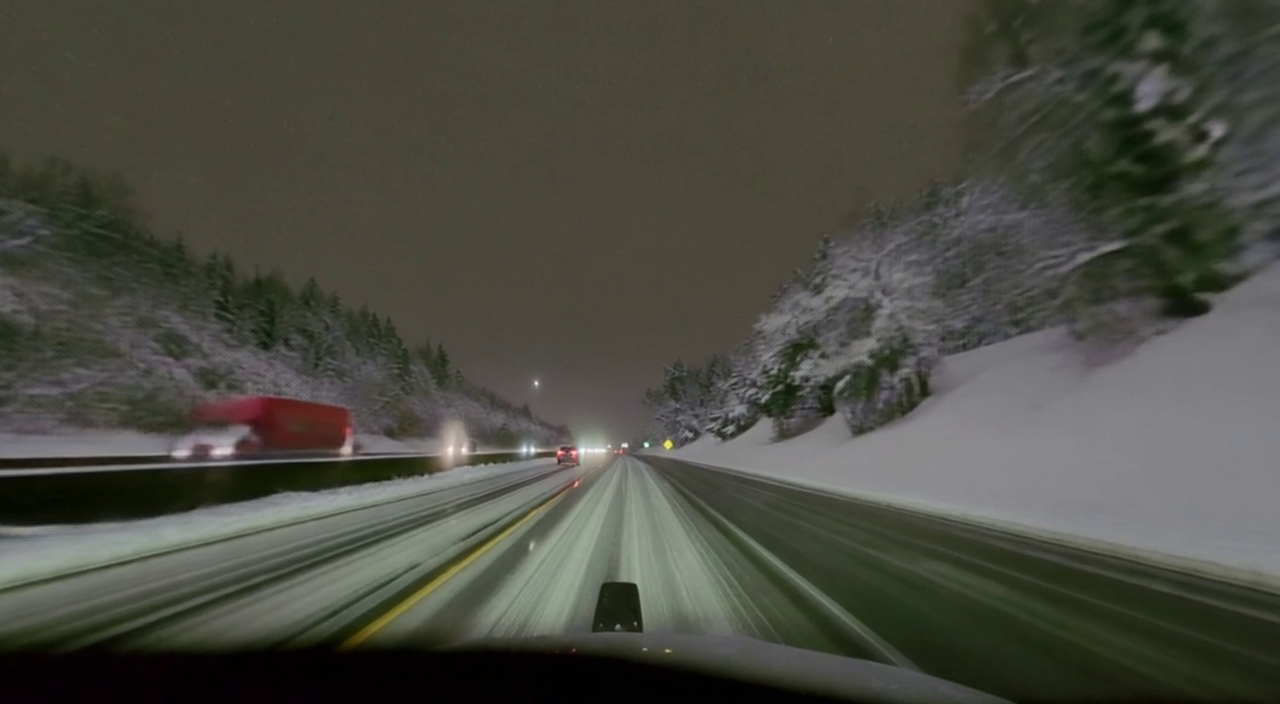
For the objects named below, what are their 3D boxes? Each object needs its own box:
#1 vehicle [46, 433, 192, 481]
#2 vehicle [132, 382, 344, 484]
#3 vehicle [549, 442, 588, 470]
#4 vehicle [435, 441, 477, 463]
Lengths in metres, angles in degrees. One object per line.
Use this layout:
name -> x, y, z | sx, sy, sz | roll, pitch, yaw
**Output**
vehicle -> -18.085, 3.677, 22.039 | 1.825, 1.500, 3.914 | 0, -9, -2
vehicle -> -12.879, 2.810, 21.106 | 2.343, 2.825, 7.354 | 0, -9, -1
vehicle -> -4.569, 6.747, 40.644 | 2.098, 1.692, 4.038 | 0, -9, -1
vehicle -> -13.382, 7.316, 45.737 | 1.842, 1.495, 3.909 | 0, -9, 0
